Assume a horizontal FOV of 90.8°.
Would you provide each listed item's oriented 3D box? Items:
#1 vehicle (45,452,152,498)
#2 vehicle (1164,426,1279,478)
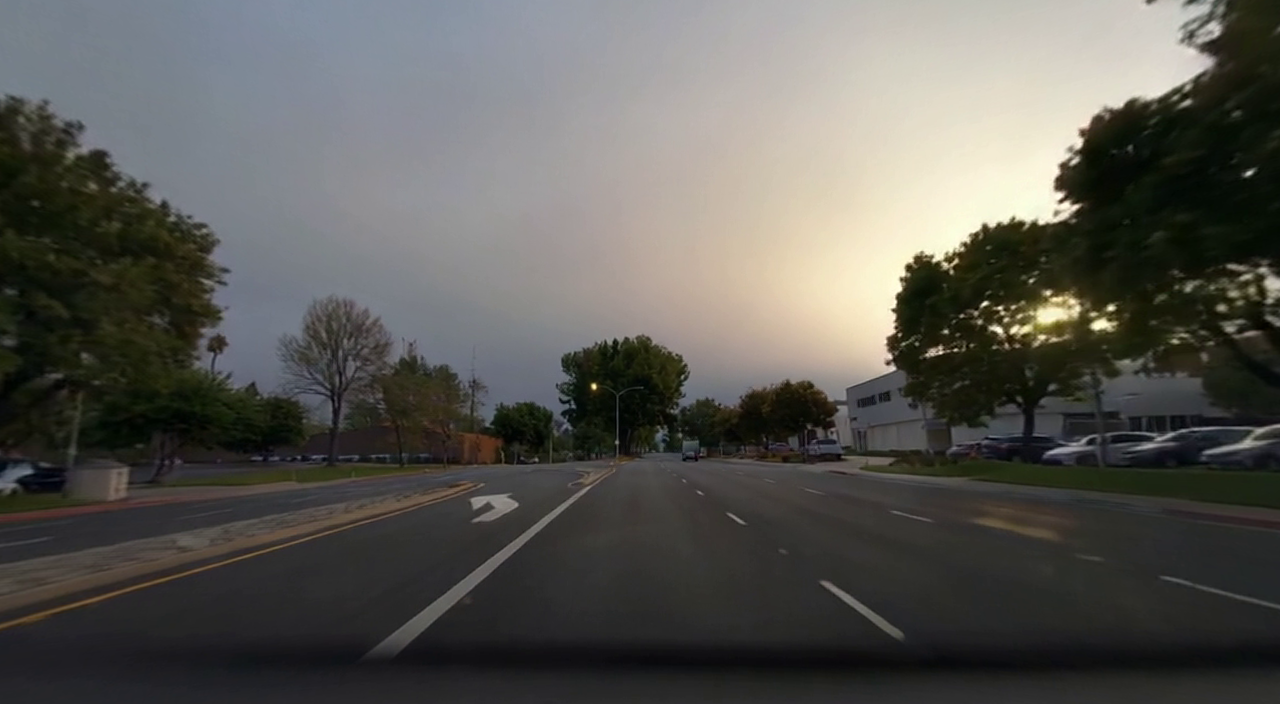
[{"bbox_3d":[-24.972,5.667,29.093,5.468,1.809,2.141,-9,-10,32],"label":"vehicle"},{"bbox_3d":[20.011,3.241,20.544,4.082,1.567,2.011,0,-9,-1],"label":"vehicle"}]
